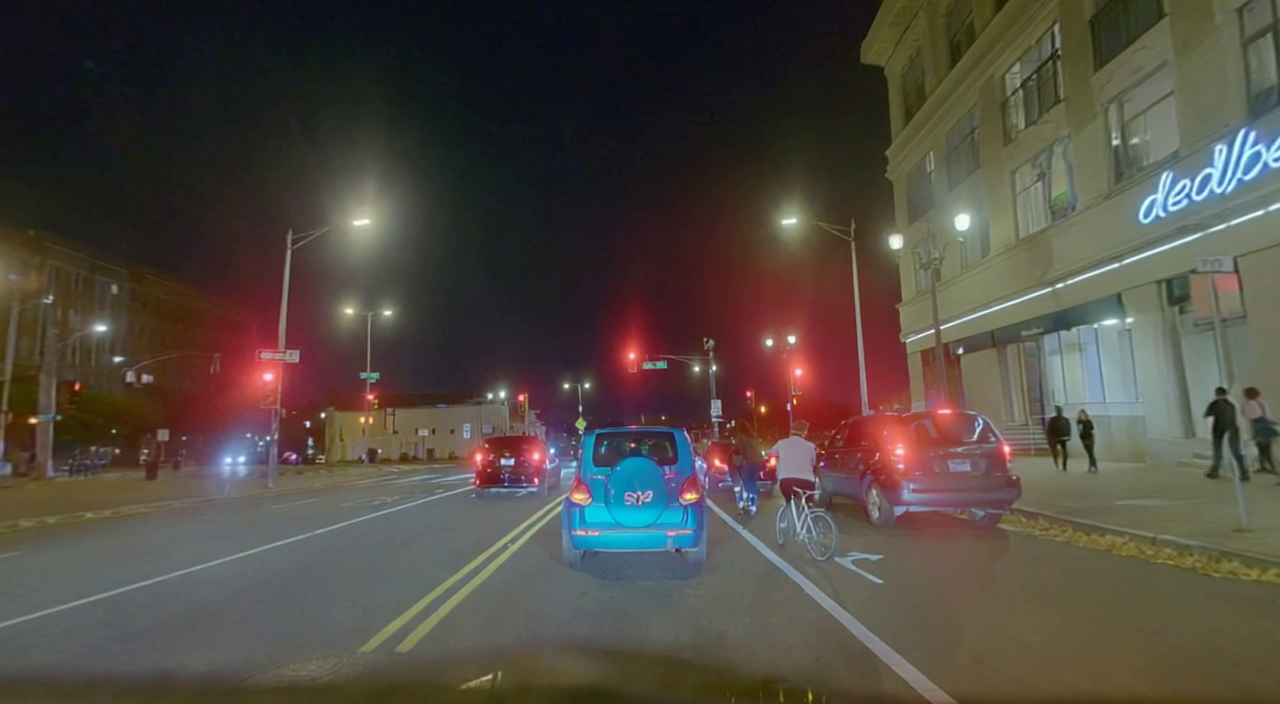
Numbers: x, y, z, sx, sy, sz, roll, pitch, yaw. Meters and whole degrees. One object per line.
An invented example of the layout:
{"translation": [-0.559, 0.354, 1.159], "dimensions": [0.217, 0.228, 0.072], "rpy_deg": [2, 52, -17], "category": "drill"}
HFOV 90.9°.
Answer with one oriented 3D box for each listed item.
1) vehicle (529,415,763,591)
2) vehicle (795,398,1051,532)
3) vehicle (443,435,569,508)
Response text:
{"translation": [0.038, 1.655, 7.722], "dimensions": [2.091, 1.557, 4.000], "rpy_deg": [0, -9, 0], "category": "vehicle"}
{"translation": [4.505, 1.910, 11.141], "dimensions": [2.142, 1.829, 4.767], "rpy_deg": [0, -9, -2], "category": "vehicle"}
{"translation": [-2.967, 2.762, 15.034], "dimensions": [2.039, 1.452, 4.489], "rpy_deg": [0, -9, 0], "category": "vehicle"}
